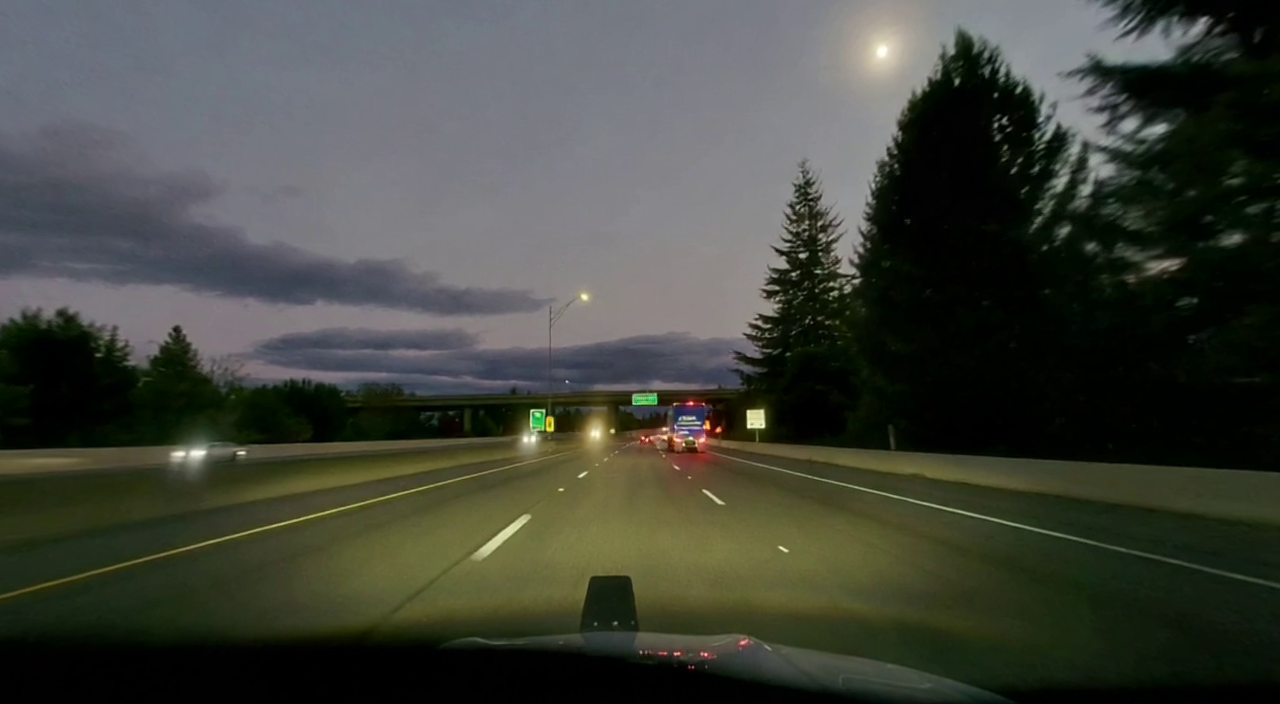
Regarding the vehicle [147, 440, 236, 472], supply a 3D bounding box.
[{"bbox_3d":[-24.317,5.626,34.374,1.870,1.581,4.166,0,-8,-1],"label":"vehicle"}]
